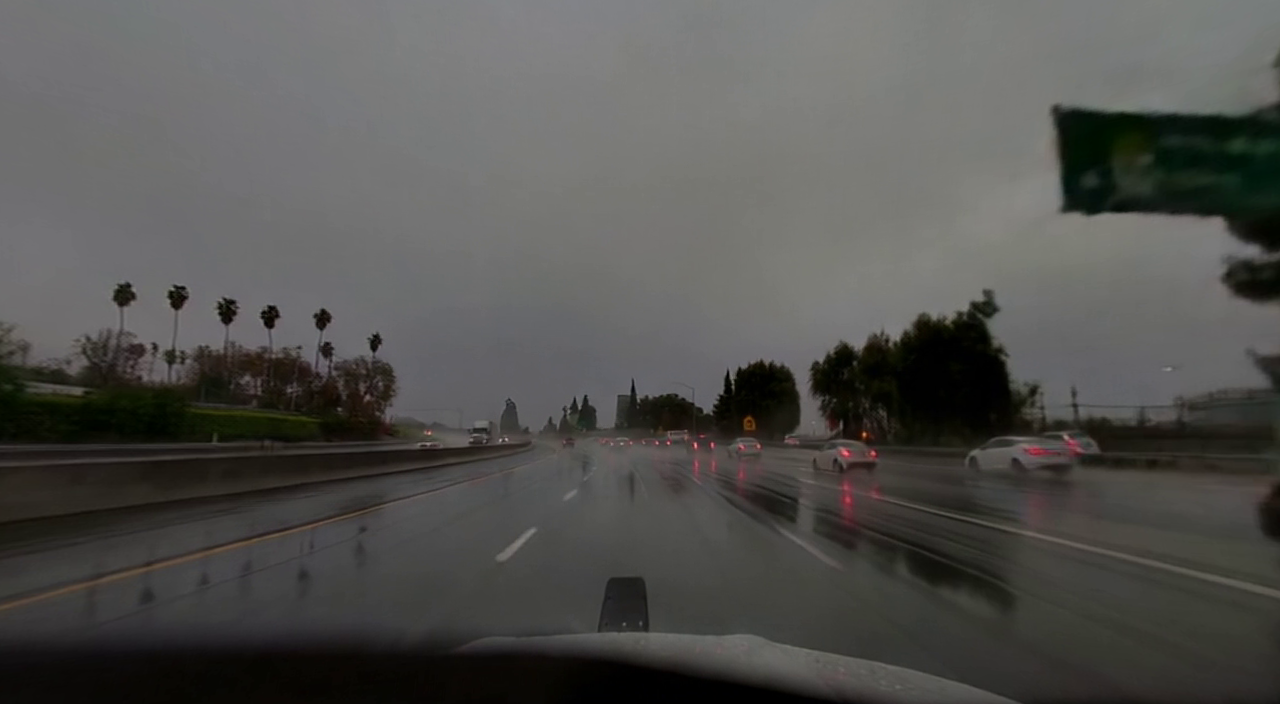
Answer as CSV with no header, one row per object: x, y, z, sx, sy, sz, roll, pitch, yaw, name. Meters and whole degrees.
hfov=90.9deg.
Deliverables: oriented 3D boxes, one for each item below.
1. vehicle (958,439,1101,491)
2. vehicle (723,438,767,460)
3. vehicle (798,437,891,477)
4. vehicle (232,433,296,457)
13.050,3.779,21.554,1.903,1.571,4.455,0,-8,-2,vehicle
7.473,6.964,45.358,2.080,1.457,4.404,1,-8,-5,vehicle
8.191,4.249,25.824,2.092,1.478,4.647,0,-8,-2,vehicle
-25.243,6.287,42.461,1.885,1.524,3.883,0,-8,0,vehicle
